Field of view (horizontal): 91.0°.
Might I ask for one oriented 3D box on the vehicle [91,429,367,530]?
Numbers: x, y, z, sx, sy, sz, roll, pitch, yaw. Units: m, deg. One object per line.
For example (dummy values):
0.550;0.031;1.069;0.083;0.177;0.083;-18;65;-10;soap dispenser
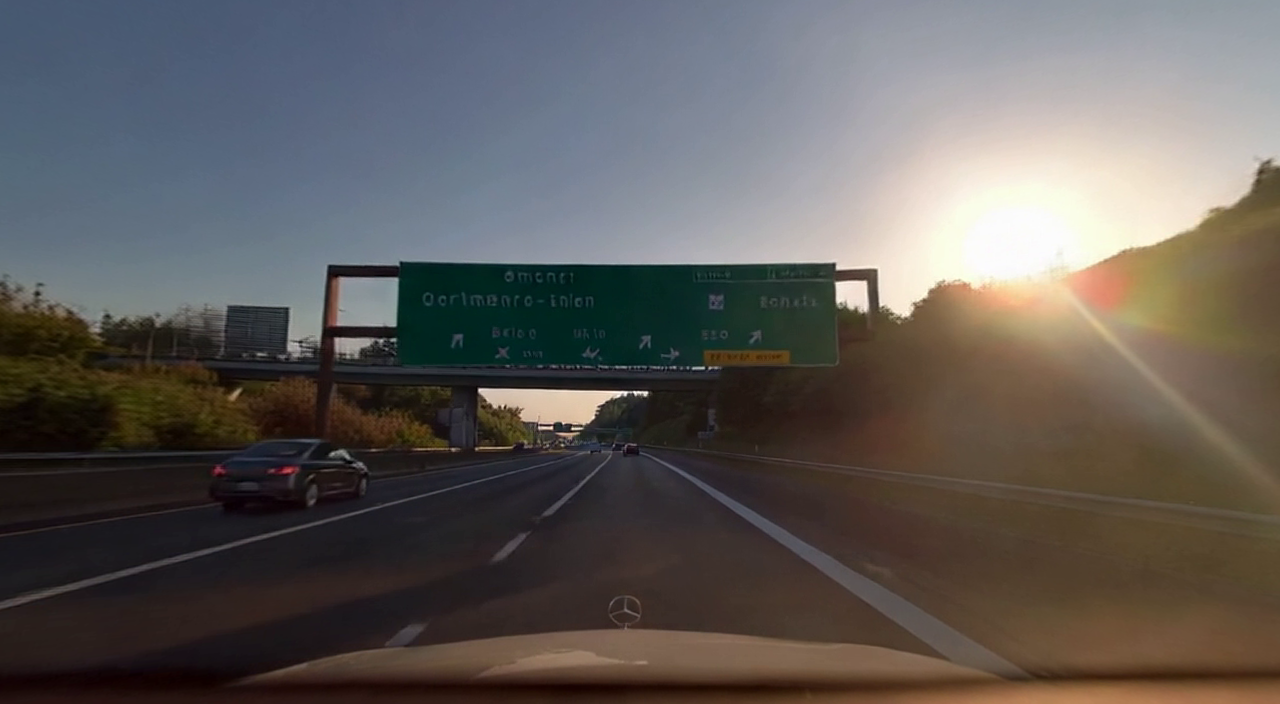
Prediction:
-6.929;2.174;11.367;2.053;1.452;4.347;0;-8;0;vehicle
